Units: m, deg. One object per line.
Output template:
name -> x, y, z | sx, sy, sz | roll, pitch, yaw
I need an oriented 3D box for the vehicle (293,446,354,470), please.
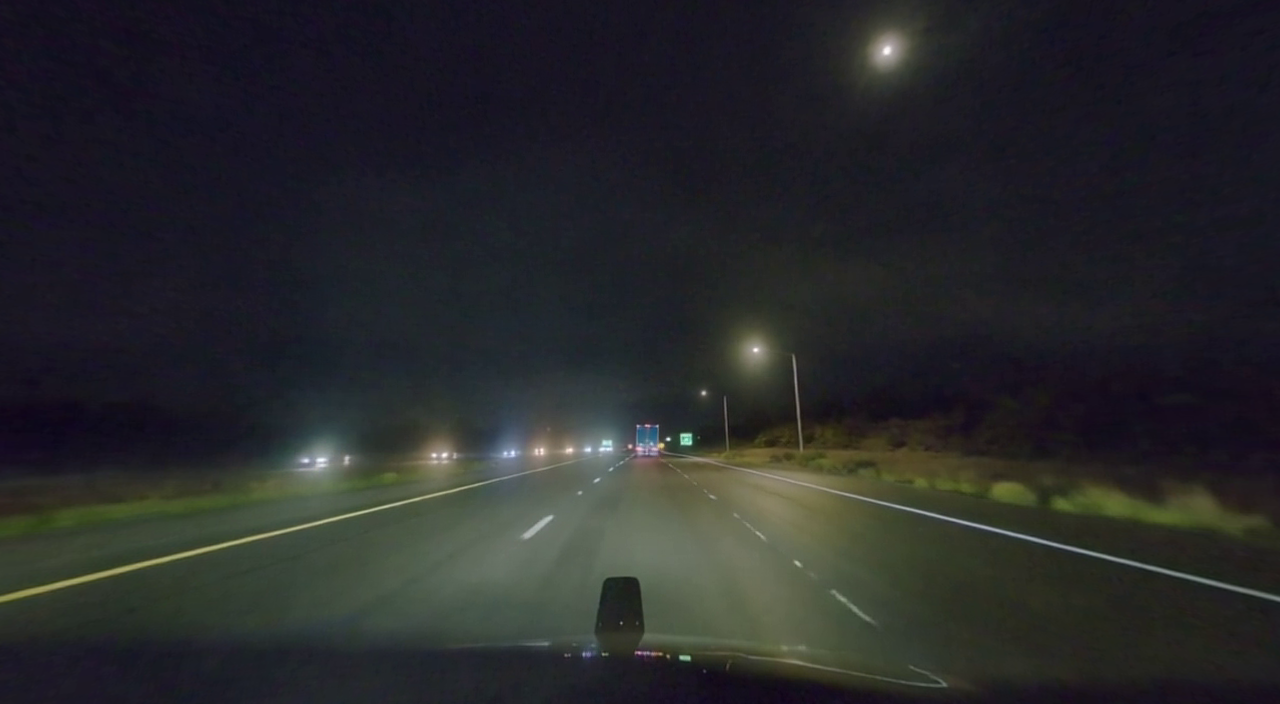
vehicle -> -24.850, 8.297, 49.598 | 2.126, 1.801, 4.922 | 0, -9, 1
